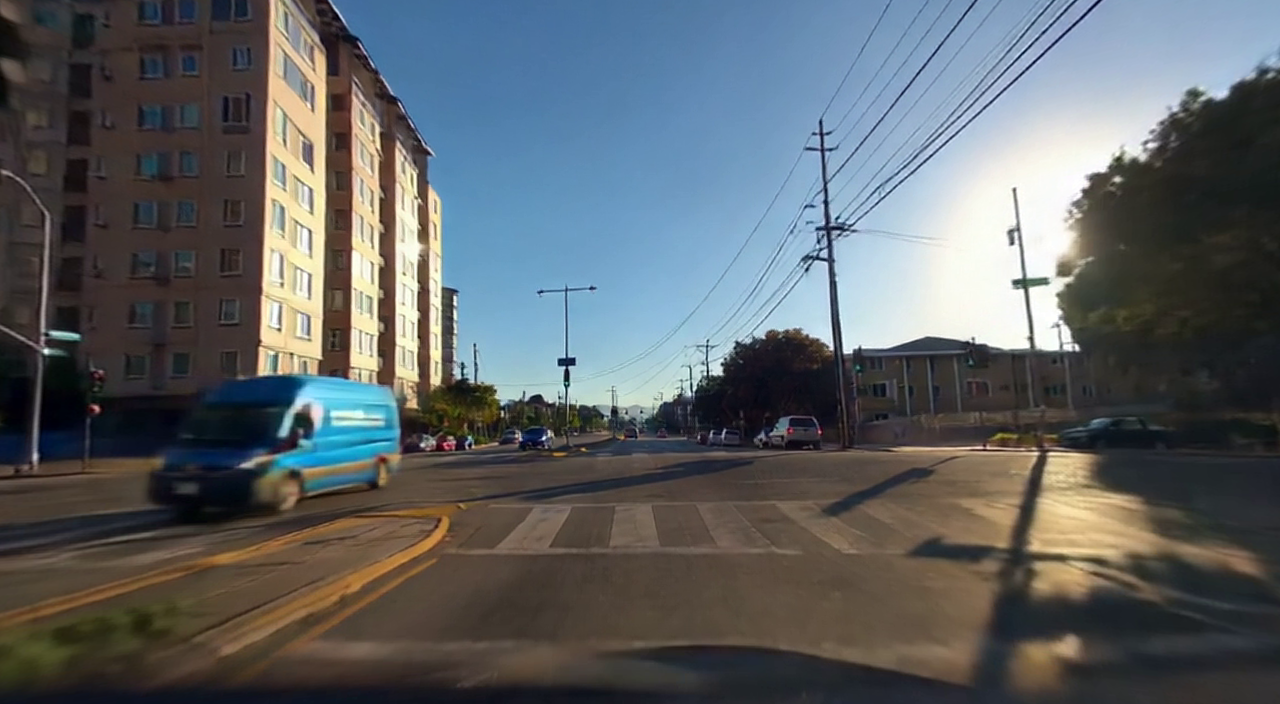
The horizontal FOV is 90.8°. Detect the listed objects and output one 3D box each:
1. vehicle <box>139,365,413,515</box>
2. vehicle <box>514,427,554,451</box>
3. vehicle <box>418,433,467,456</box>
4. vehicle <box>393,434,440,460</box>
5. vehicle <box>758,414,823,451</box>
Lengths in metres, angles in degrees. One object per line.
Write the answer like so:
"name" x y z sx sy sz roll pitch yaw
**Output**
"vehicle" -6.982 1.778 13.178 2.515 2.476 5.364 0 -7 -1
"vehicle" -7.699 6.412 46.351 2.180 1.608 4.321 0 -8 0
"vehicle" -15.015 7.070 48.365 2.124 1.626 4.908 0 -8 1
"vehicle" -15.006 6.346 42.579 1.879 1.507 3.745 0 -6 -2
"vehicle" 7.329 4.039 31.348 1.996 1.704 4.490 0 -8 -2
